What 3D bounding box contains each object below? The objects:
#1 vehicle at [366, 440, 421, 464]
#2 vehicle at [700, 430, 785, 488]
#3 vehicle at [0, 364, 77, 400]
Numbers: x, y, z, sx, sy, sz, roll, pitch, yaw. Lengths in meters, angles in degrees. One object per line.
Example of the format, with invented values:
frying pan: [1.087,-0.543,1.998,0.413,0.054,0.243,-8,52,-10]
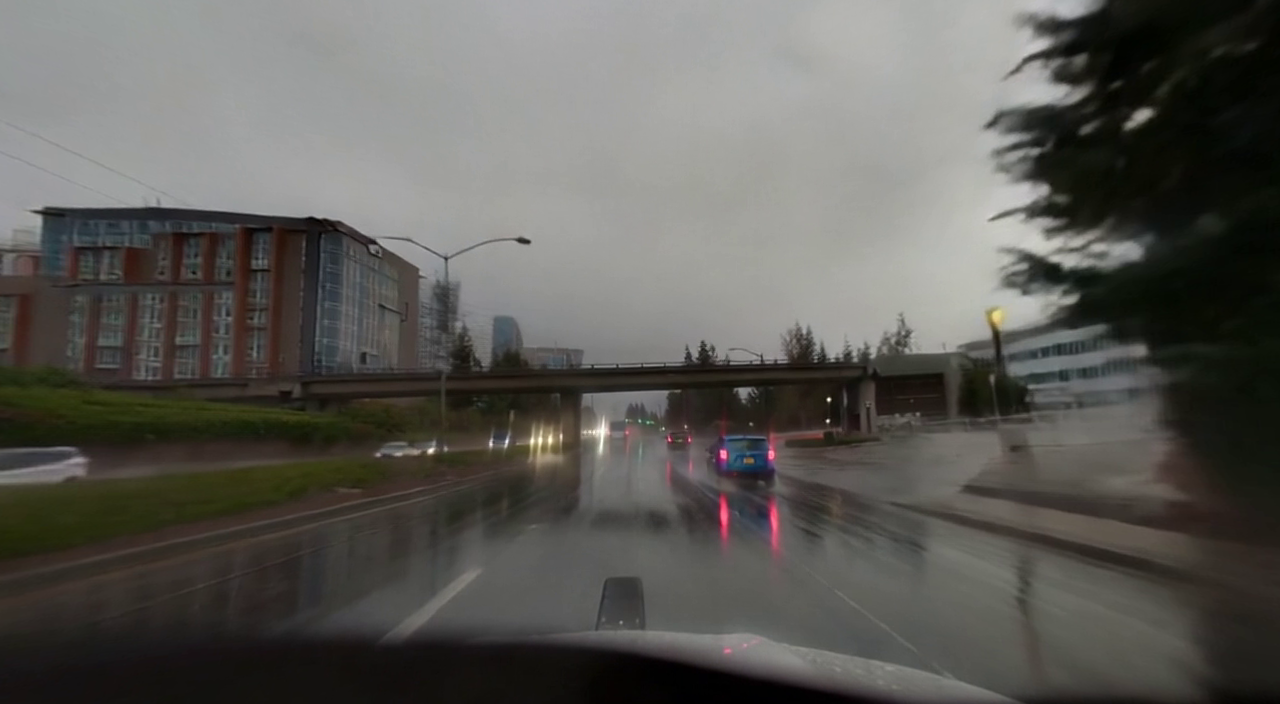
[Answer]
vehicle: [-16.504,6.692,42.390,1.967,1.520,4.542,0,-9,-1]
vehicle: [3.272,3.524,21.077,2.110,1.712,4.489,0,-9,0]
vehicle: [-41.614,2.061,42.592,5.108,2.084,2.259,-3,-7,6]
